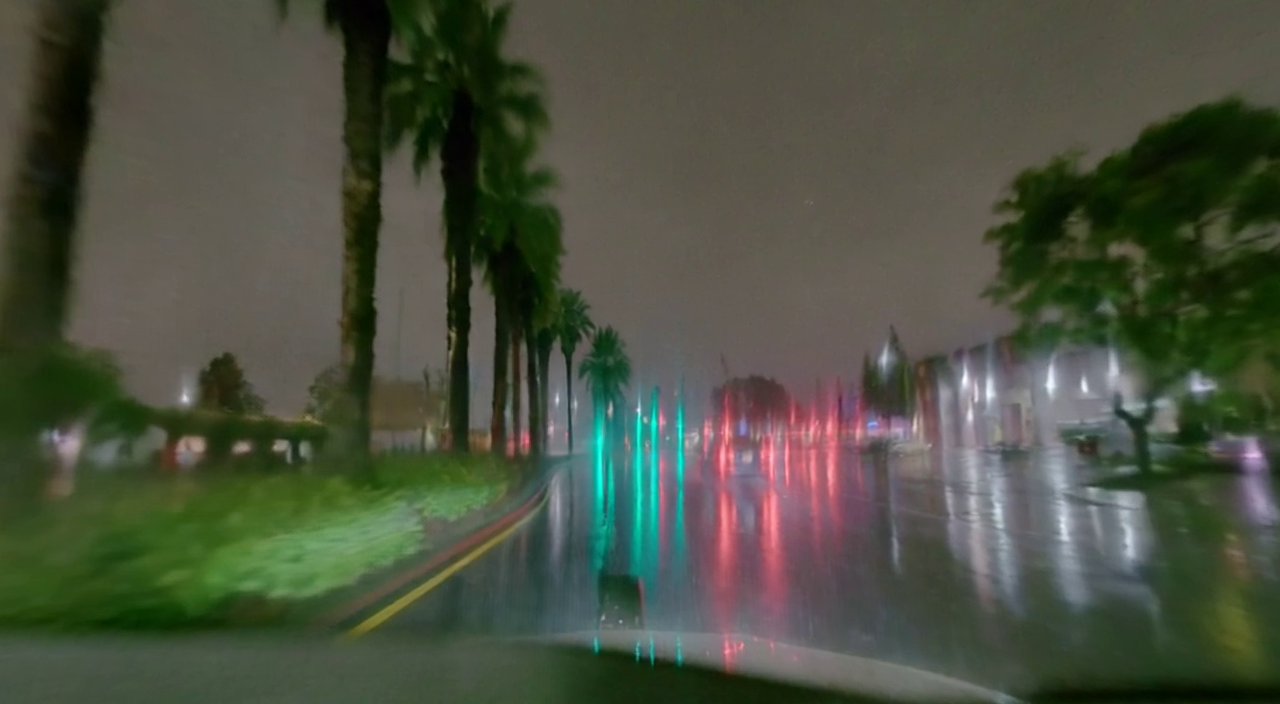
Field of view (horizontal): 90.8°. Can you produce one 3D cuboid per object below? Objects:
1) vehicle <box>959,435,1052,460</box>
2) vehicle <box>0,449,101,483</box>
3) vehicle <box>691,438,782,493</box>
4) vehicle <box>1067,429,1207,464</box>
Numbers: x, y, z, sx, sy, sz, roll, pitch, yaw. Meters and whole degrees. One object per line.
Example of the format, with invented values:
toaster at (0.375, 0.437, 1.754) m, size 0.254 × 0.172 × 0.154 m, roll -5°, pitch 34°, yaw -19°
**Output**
vehicle at (22.148, 5.778, 38.366) m, size 4.472 × 1.451 × 1.842 m, roll 0°, pitch -8°, yaw -1°
vehicle at (-30.759, 5.767, 32.390) m, size 1.933 × 1.586 × 4.594 m, roll -1°, pitch -8°, yaw 4°
vehicle at (2.768, 3.369, 19.179) m, size 1.964 × 1.448 × 4.295 m, roll 0°, pitch -8°, yaw -2°
vehicle at (22.480, 4.277, 28.692) m, size 4.633 × 1.518 × 2.008 m, roll 0°, pitch -8°, yaw -1°
